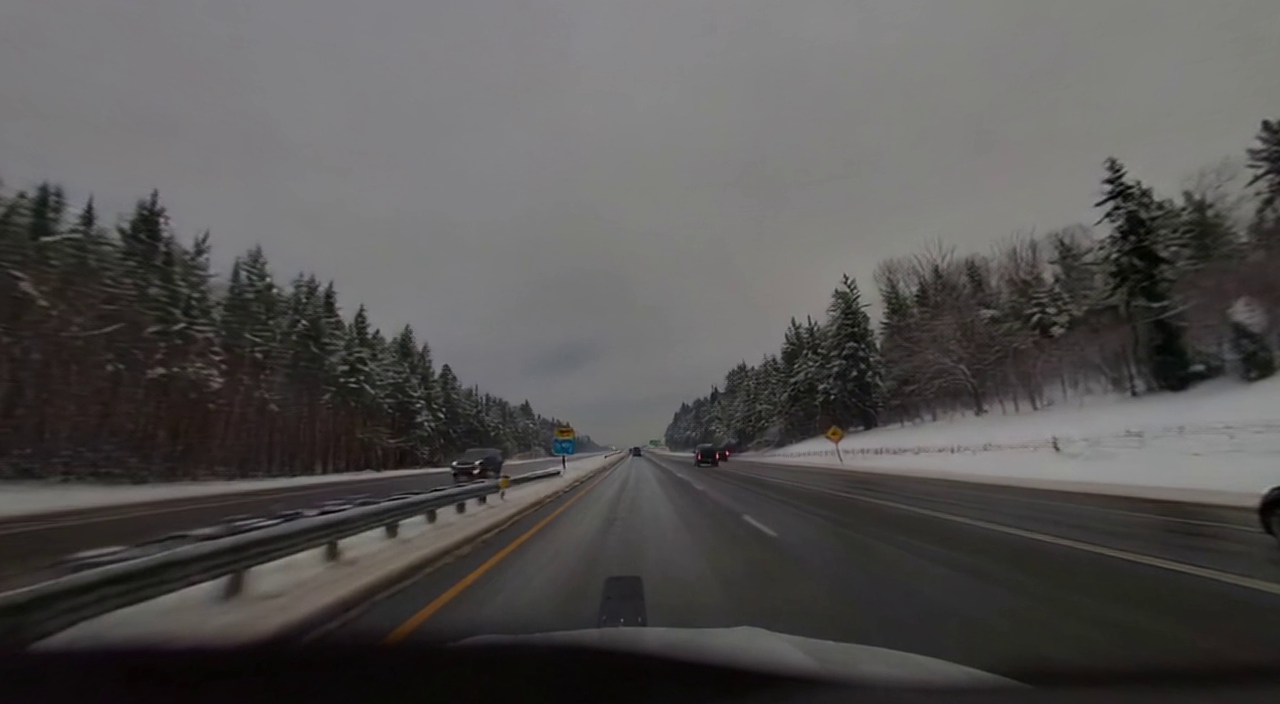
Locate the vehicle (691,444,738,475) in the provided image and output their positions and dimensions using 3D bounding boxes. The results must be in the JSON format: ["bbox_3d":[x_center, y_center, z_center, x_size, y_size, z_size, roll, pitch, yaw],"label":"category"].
[{"bbox_3d":[4.155,6.097,35.855,2.058,1.605,4.116,0,-9,-2],"label":"vehicle"}]
